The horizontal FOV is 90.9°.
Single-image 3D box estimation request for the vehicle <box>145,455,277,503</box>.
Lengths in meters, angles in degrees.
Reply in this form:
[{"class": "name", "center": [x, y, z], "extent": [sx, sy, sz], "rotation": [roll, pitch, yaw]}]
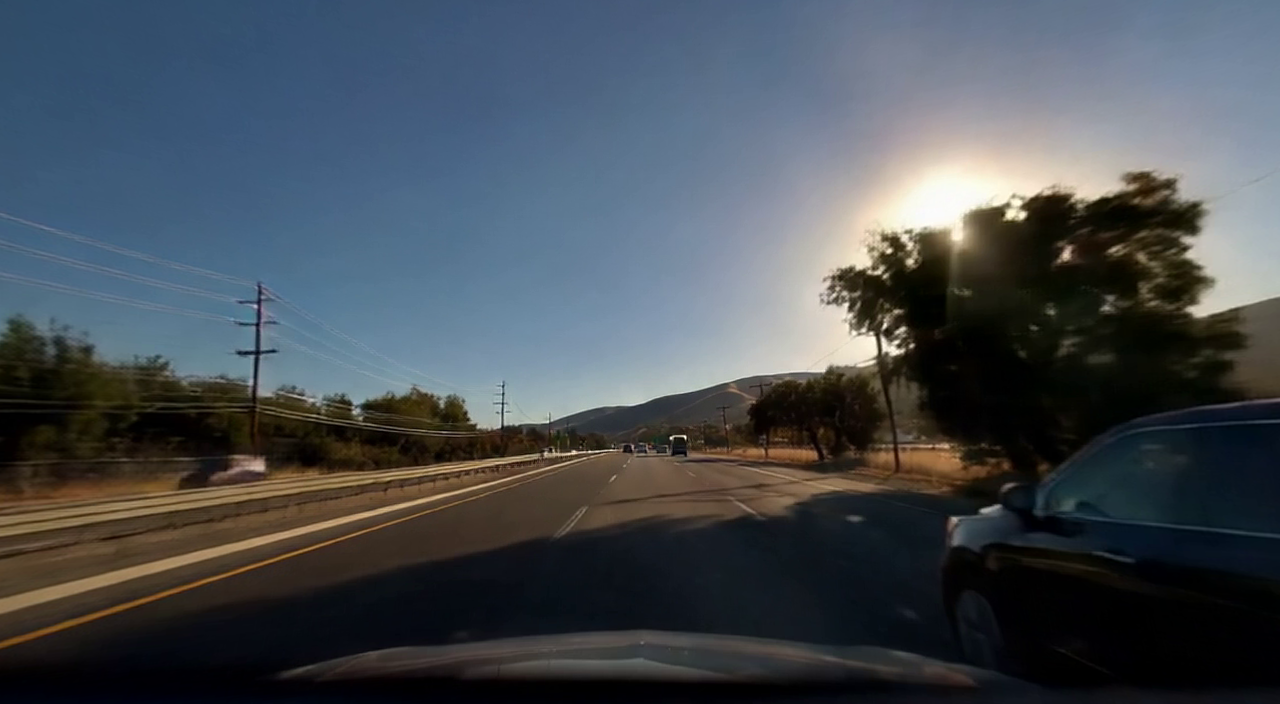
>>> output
[{"class": "vehicle", "center": [-16.633, 4.902, 24.815], "extent": [1.881, 1.598, 4.569], "rotation": [0, -8, 1]}]
